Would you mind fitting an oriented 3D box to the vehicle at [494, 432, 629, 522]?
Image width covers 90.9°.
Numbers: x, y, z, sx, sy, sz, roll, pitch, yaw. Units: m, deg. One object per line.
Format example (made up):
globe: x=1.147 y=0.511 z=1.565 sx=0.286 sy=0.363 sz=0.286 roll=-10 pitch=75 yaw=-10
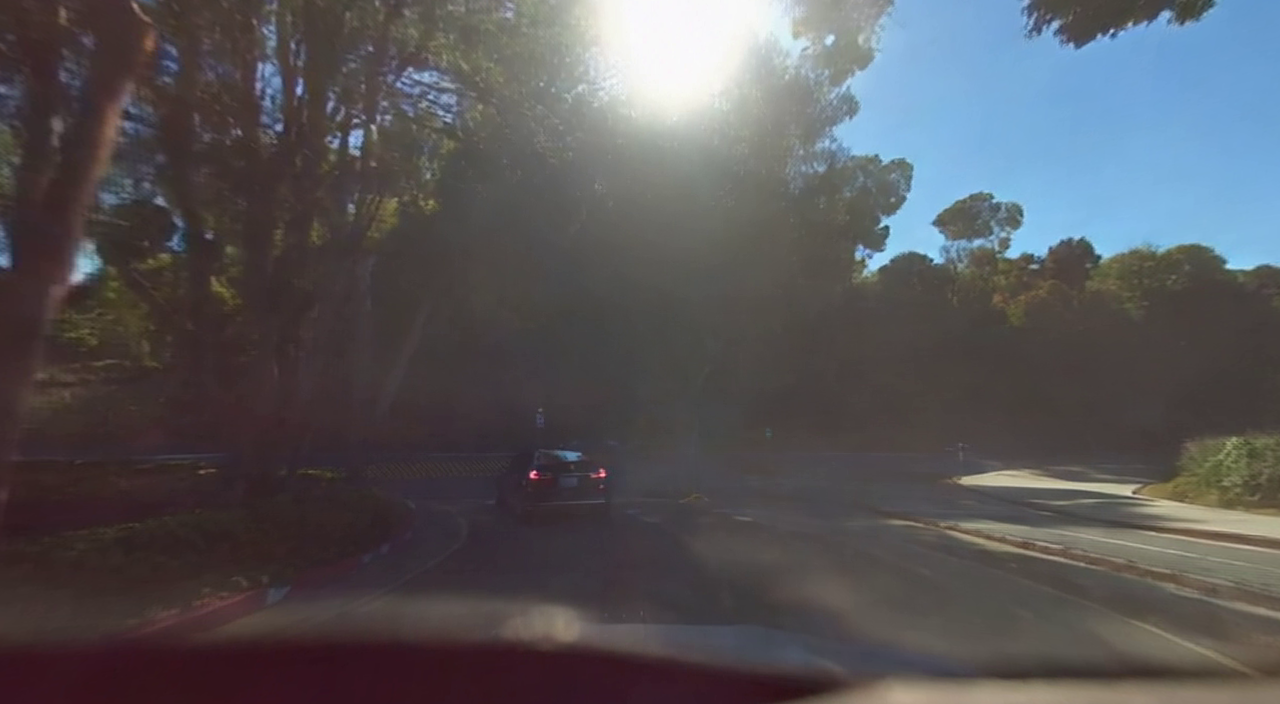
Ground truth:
vehicle: x=-1.847 y=2.608 z=13.644 sx=2.078 sy=1.607 sz=4.010 roll=3 pitch=-10 yaw=-19
